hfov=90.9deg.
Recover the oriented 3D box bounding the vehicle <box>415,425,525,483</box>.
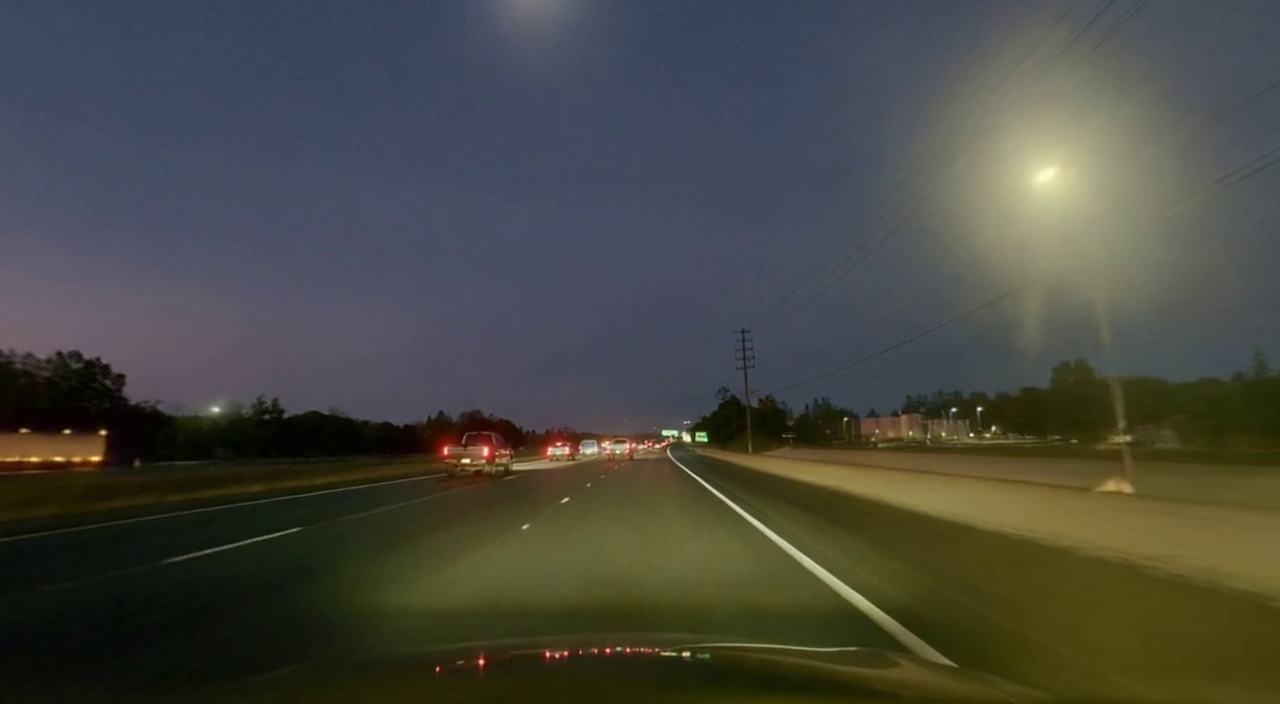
[{"bbox_3d":[-6.559,4.040,25.382,2.460,1.992,6.474,0,-8,1],"label":"vehicle"}]

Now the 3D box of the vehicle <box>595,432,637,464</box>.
[{"bbox_3d":[-1.556,6.591,43.383,2.448,2.025,5.193,-1,-8,3],"label":"vehicle"}]
